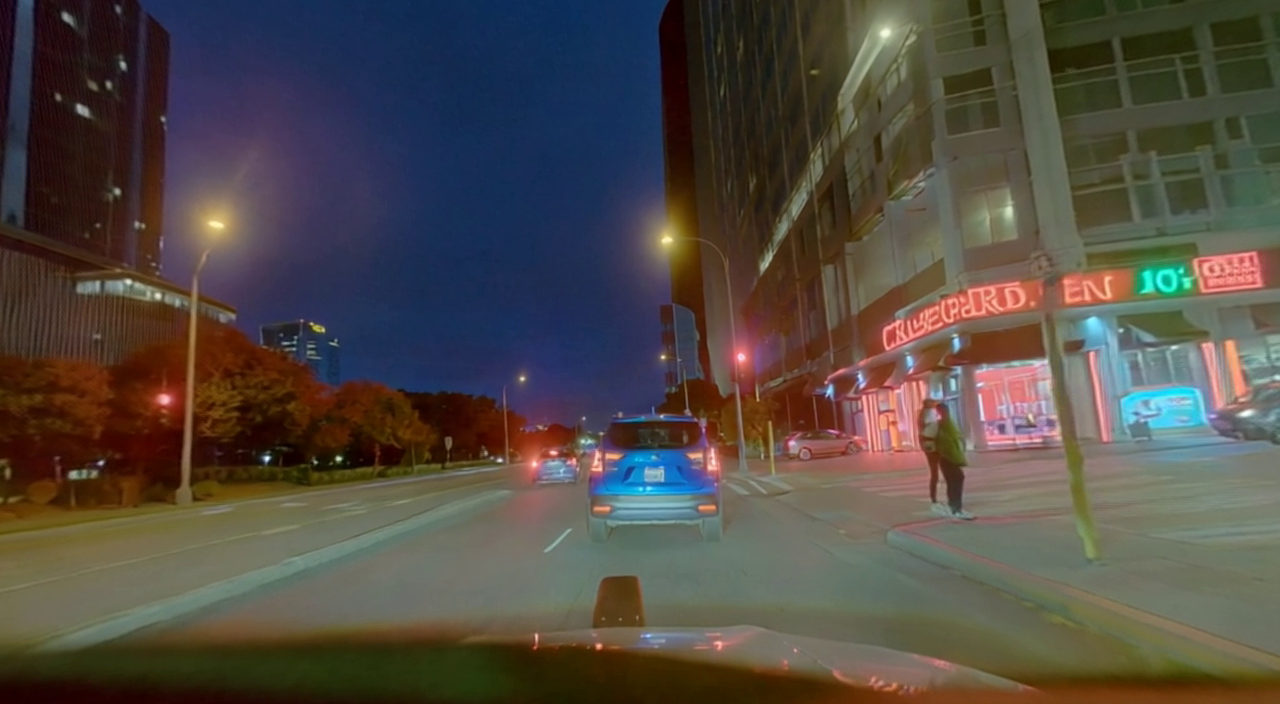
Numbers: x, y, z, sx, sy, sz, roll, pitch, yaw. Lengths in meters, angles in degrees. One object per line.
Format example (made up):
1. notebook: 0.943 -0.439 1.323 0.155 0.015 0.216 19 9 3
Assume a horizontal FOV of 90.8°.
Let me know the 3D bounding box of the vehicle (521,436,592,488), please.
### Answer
1. vehicle: -2.930 3.950 23.100 2.023 1.702 4.152 0 -8 0

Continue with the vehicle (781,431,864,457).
1. vehicle: 10.825 5.492 37.738 4.426 1.490 1.862 -1 -8 3

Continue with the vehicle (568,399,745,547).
1. vehicle: 0.198 1.967 10.883 2.352 1.953 4.796 0 -8 -1
